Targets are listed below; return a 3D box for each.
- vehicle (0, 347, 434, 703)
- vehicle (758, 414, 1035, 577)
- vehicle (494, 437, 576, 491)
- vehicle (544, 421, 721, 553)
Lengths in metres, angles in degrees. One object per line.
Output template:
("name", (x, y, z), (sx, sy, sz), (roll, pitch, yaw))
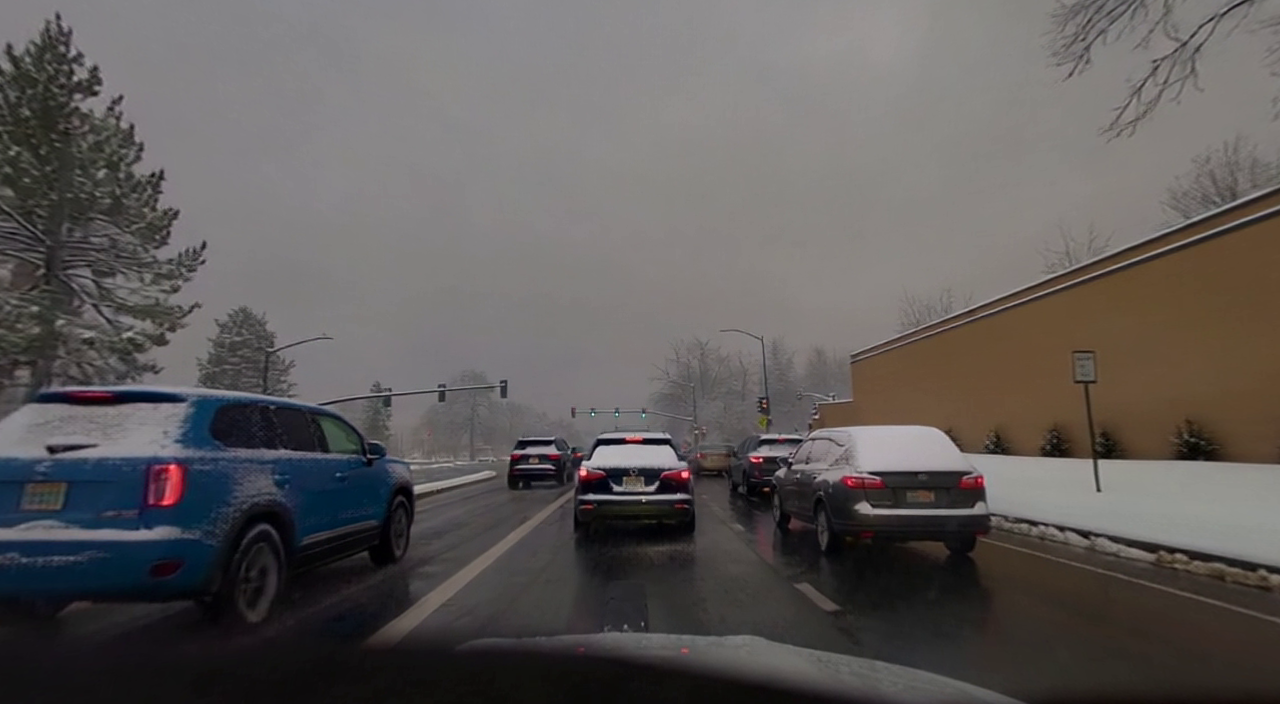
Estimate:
("vehicle", (-3.626, 1.241, 5.586), (2.070, 1.913, 4.450), (0, -8, 0))
("vehicle", (3.108, 1.823, 8.847), (2.029, 1.702, 4.281), (0, -8, -1))
("vehicle", (-3.655, 3.998, 22.938), (2.067, 1.759, 4.631), (0, -8, 1))
("vehicle", (-0.068, 2.017, 10.089), (2.245, 1.677, 3.913), (0, -8, 1))
